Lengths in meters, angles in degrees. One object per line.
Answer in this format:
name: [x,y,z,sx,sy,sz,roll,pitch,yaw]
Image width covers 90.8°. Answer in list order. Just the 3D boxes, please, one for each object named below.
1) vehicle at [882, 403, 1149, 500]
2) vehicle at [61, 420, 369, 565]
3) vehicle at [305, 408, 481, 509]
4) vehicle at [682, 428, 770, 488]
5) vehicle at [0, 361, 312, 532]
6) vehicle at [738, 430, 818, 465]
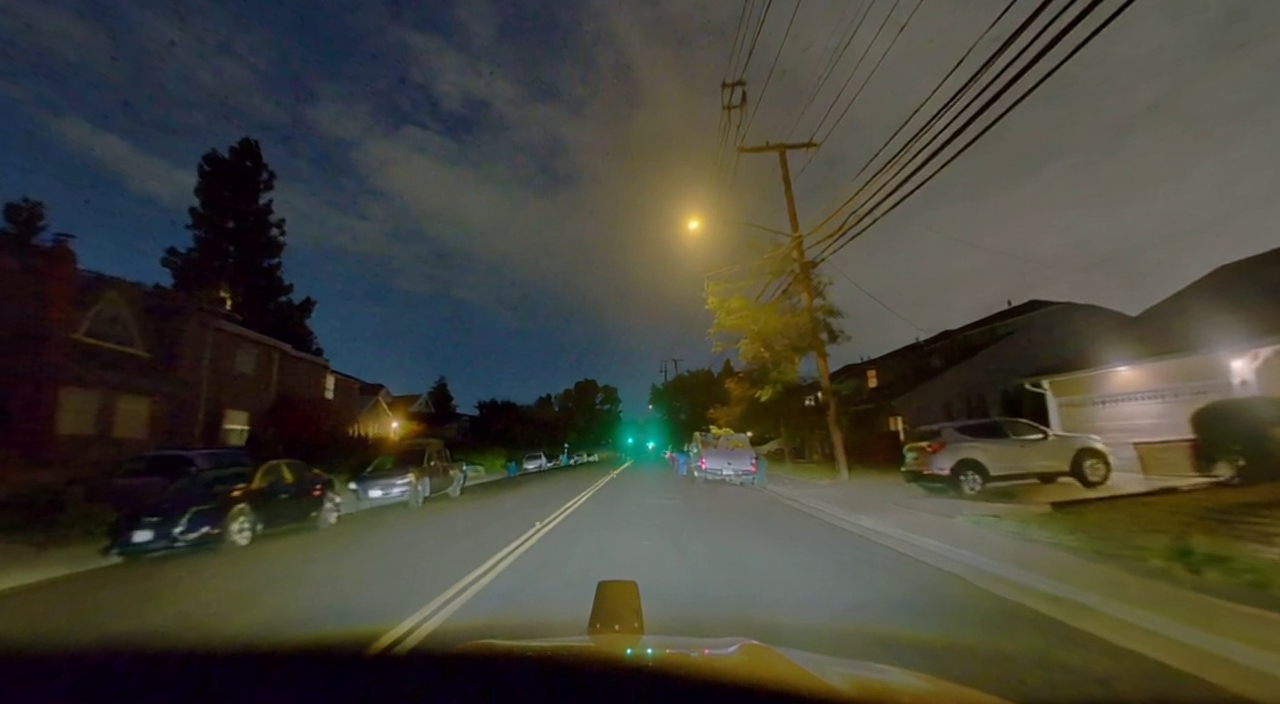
vehicle: [8.094,2.254,14.004,4.489,1.812,2.056,-1,-13,-4]
vehicle: [-6.532,2.290,10.572,2.046,1.777,4.473,-3,-11,0]
vehicle: [-6.421,3.045,17.514,2.269,2.229,6.042,-3,-12,2]
vehicle: [3.021,3.872,23.554,2.203,1.952,5.111,0,-8,-4]
vehicle: [-11.498,2.336,16.071,2.781,3.221,7.995,1,-8,-6]
vehicle: [8.462,5.938,39.016,4.421,1.836,1.956,-3,-12,0]
